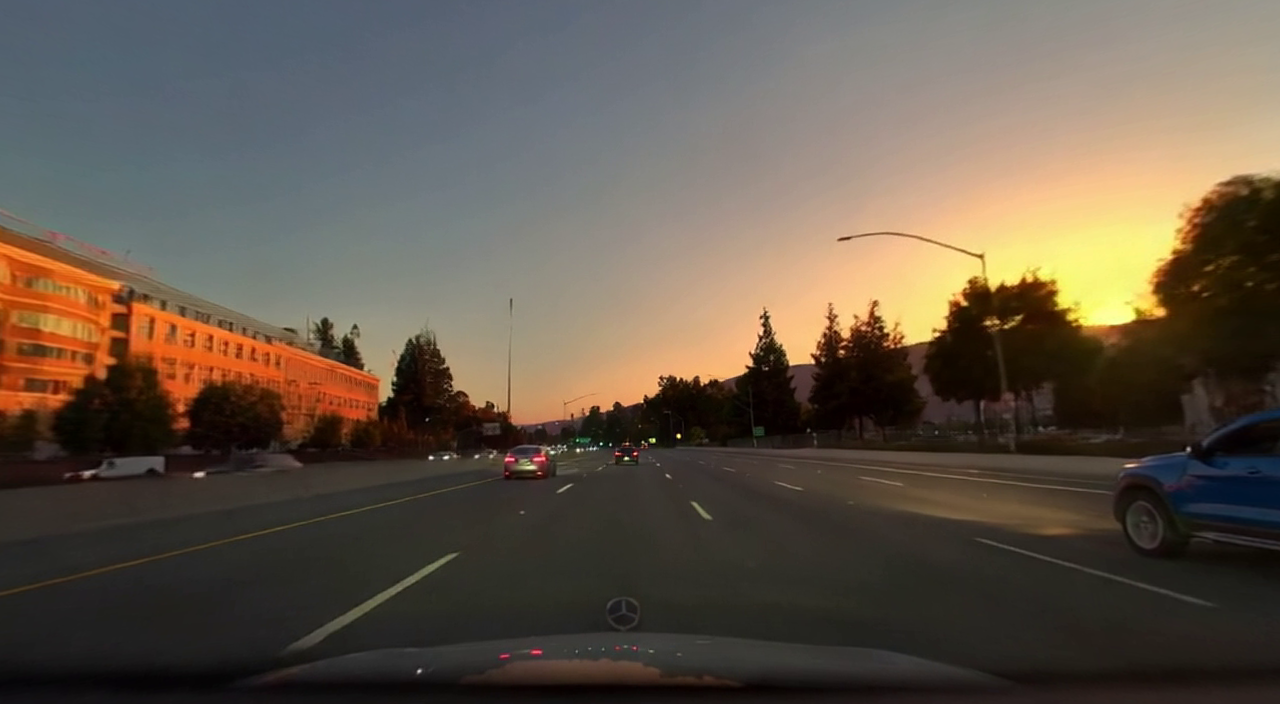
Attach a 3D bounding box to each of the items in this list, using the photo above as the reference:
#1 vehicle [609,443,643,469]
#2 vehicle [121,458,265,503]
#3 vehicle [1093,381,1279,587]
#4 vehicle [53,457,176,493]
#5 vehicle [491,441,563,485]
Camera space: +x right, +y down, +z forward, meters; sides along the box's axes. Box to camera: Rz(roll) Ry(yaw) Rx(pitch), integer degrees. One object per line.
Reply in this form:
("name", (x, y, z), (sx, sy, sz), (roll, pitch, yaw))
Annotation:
("vehicle", (-0.853, 6.420, 39.349), (1.997, 1.485, 4.094), (-1, -8, -1))
("vehicle", (-17.739, 5.091, 25.497), (2.012, 1.481, 5.231), (-1, -8, -1))
("vehicle", (6.646, 1.122, 5.361), (2.028, 1.801, 4.741), (-1, -8, 0))
("vehicle", (-32.347, 7.558, 39.228), (2.435, 1.928, 5.963), (-1, -8, 0))
("vehicle", (-4.165, 4.165, 24.094), (1.886, 1.465, 4.625), (-1, -8, 0))
